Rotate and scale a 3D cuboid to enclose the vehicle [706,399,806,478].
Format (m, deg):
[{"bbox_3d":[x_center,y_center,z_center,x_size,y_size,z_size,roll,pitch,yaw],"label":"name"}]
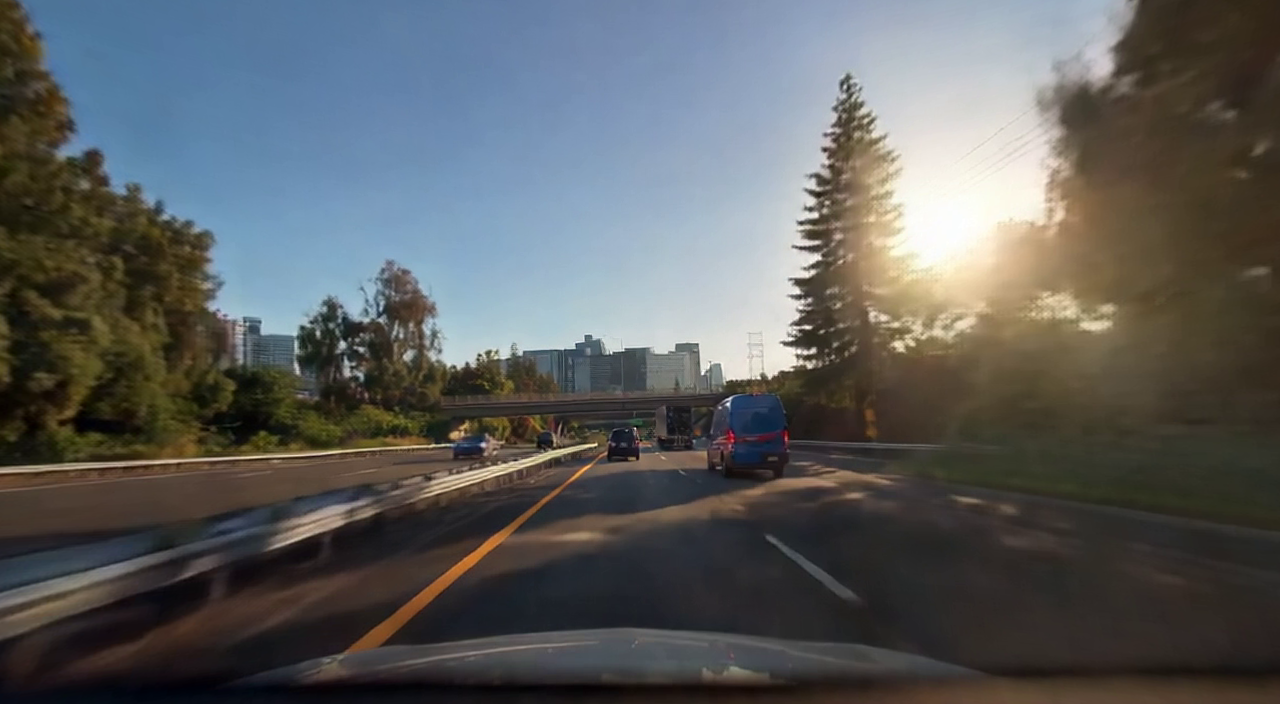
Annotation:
[{"bbox_3d":[3.998,3.131,22.956,2.387,2.506,5.374,0,-8,-2],"label":"vehicle"}]

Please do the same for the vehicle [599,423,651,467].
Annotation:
[{"bbox_3d":[-0.655,3.992,27.261,2.073,1.750,4.116,0,-8,-2],"label":"vehicle"}]

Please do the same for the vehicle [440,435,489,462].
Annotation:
[{"bbox_3d":[-10.126,5.580,36.582,1.781,1.476,3.714,0,-8,-1],"label":"vehicle"}]
